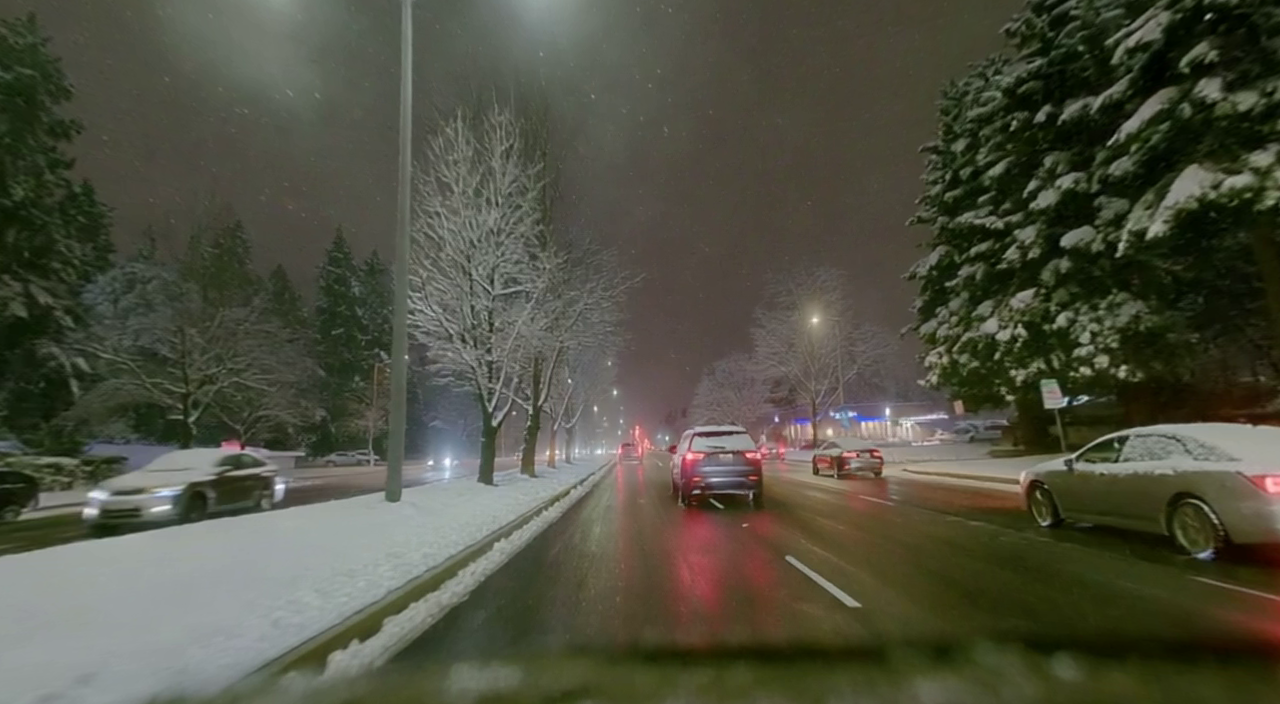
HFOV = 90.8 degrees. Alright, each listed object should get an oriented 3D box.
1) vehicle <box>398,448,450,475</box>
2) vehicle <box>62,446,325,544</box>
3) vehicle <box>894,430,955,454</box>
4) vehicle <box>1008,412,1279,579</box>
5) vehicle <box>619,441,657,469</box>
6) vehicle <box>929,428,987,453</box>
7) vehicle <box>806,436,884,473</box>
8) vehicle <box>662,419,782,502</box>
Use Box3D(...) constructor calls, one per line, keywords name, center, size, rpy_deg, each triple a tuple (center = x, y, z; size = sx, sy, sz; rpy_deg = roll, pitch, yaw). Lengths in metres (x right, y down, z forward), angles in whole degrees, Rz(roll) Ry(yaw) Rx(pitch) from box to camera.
Box3D(name="vehicle", center=(-16.223, 8.216, 47.805), size=(2.124, 1.802, 5.097), rpy_deg=(0, -8, 0))
Box3D(name="vehicle", center=(-8.501, 2.702, 12.761), size=(1.966, 1.559, 4.731), rpy_deg=(0, -8, -2))
Box3D(name="vehicle", center=(20.264, 6.458, 45.219), size=(2.109, 1.592, 4.481), rpy_deg=(0, -8, -2))
Box3D(name="vehicle", center=(6.759, 1.574, 7.623), size=(1.994, 1.488, 4.313), rpy_deg=(0, -8, -1))
Box3D(name="vehicle", center=(-0.141, 5.803, 35.821), size=(2.050, 1.504, 4.024), rpy_deg=(0, -8, -1))
Box3D(name="vehicle", center=(22.779, 6.382, 45.449), size=(1.919, 1.676, 4.048), rpy_deg=(0, -8, -2))
Box3D(name="vehicle", center=(9.208, 4.643, 28.798), size=(1.894, 1.517, 4.419), rpy_deg=(0, -8, -2))
Box3D(name="vehicle", center=(1.969, 2.849, 16.983), size=(2.300, 1.870, 4.936), rpy_deg=(0, -8, -3))
